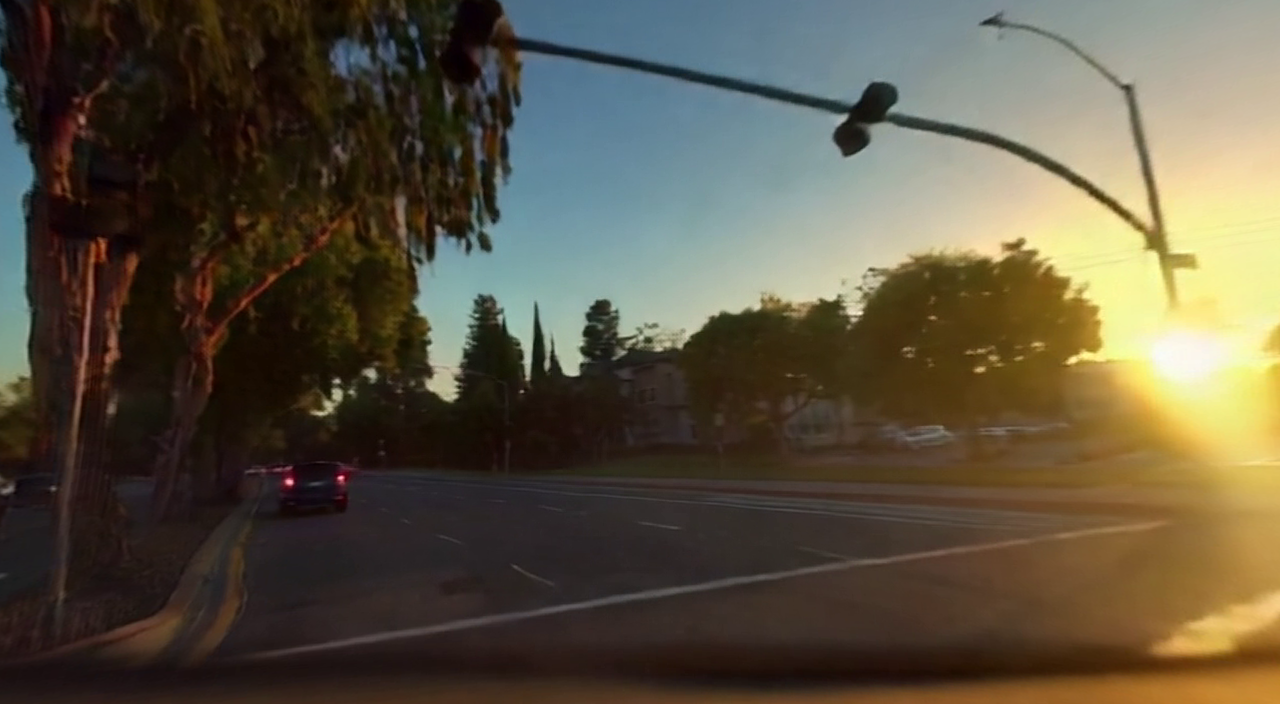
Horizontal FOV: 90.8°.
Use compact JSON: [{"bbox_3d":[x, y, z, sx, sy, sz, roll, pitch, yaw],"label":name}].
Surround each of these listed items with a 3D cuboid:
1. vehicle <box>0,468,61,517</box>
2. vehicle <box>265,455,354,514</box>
[{"bbox_3d":[-28.460,6.344,28.722,2.043,1.894,4.603,5,-10,-30],"label":"vehicle"},{"bbox_3d":[-10.604,4.099,20.110,2.093,1.591,4.247,5,-10,-31],"label":"vehicle"}]
